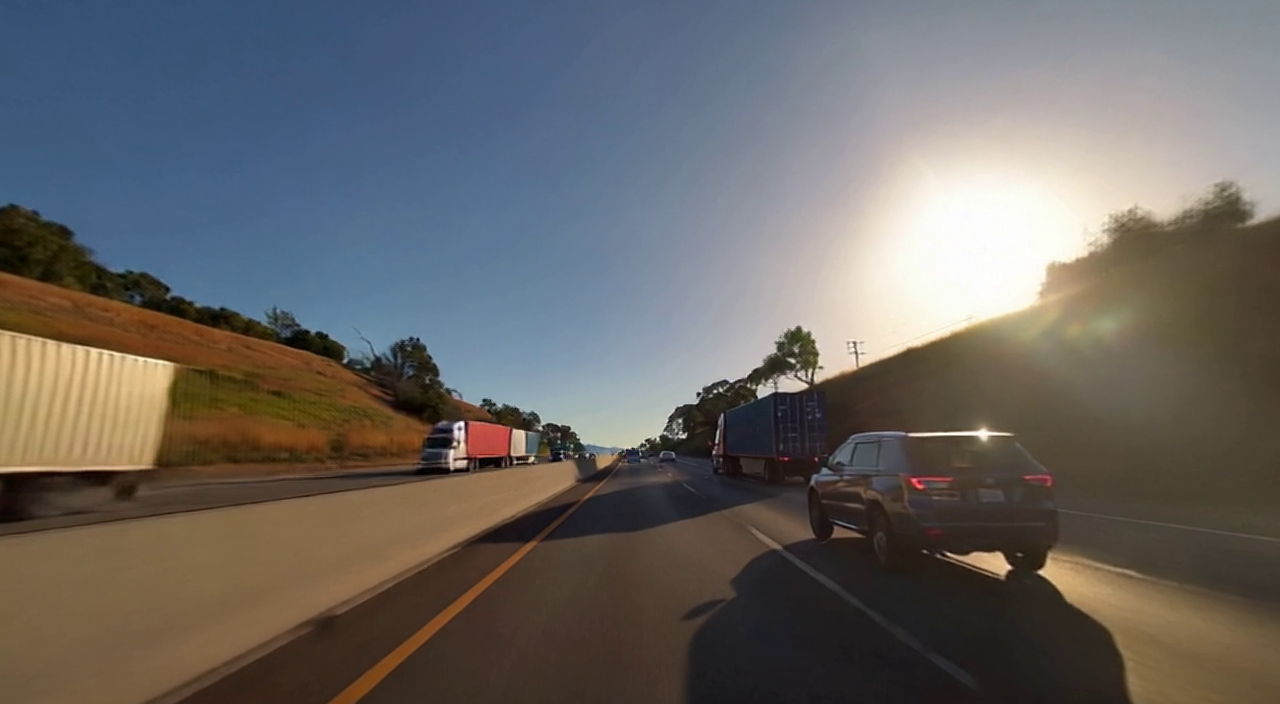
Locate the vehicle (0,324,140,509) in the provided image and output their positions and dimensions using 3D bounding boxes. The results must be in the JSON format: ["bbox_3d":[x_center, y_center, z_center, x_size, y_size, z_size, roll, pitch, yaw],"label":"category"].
[{"bbox_3d":[-15.526,0.870,10.333,2.901,4.036,14.483,0,-9,0],"label":"vehicle"}]

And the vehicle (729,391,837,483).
[{"bbox_3d":[7.378,4.842,35.220,2.882,4.109,13.567,0,-9,0],"label":"vehicle"}]

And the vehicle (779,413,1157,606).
[{"bbox_3d":[3.360,1.715,7.812,2.130,1.658,4.537,0,-9,-1],"label":"vehicle"}]
